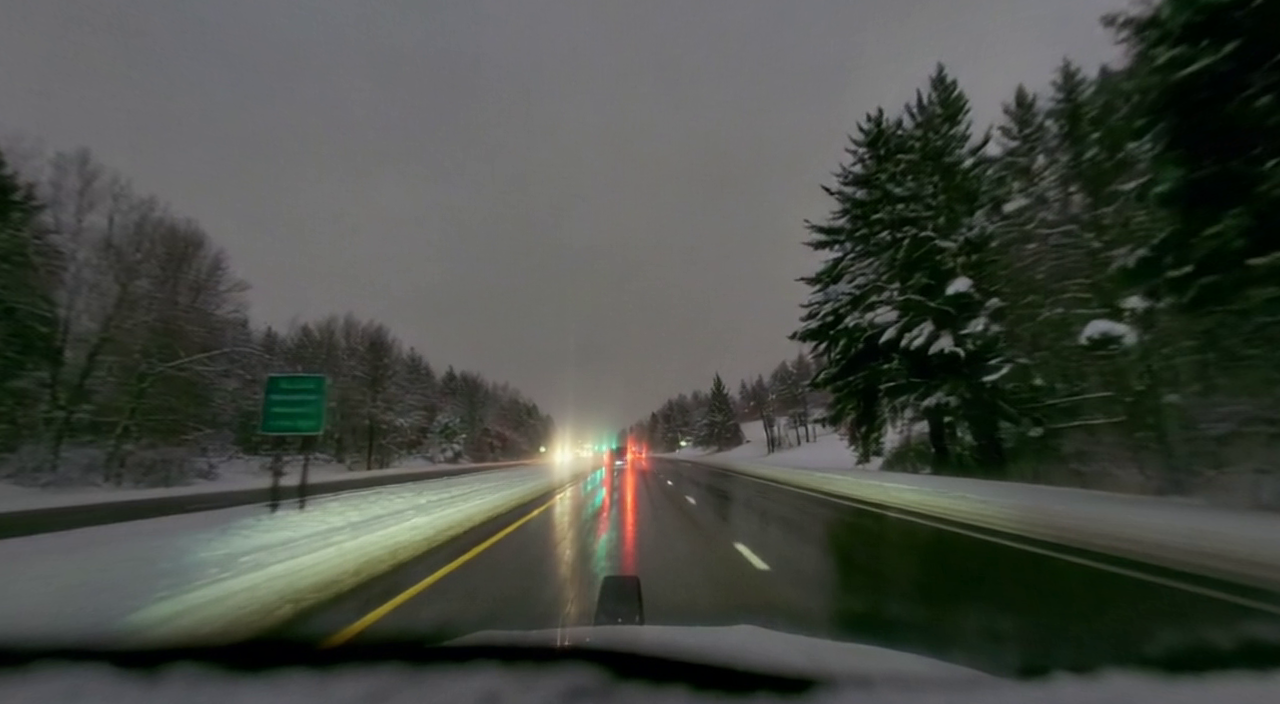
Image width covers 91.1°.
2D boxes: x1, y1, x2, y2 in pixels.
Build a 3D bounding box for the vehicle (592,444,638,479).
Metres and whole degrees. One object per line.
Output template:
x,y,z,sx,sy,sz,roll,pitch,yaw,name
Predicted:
-1.242,5.723,33.073,2.120,1.715,4.153,-1,-9,1,vehicle
